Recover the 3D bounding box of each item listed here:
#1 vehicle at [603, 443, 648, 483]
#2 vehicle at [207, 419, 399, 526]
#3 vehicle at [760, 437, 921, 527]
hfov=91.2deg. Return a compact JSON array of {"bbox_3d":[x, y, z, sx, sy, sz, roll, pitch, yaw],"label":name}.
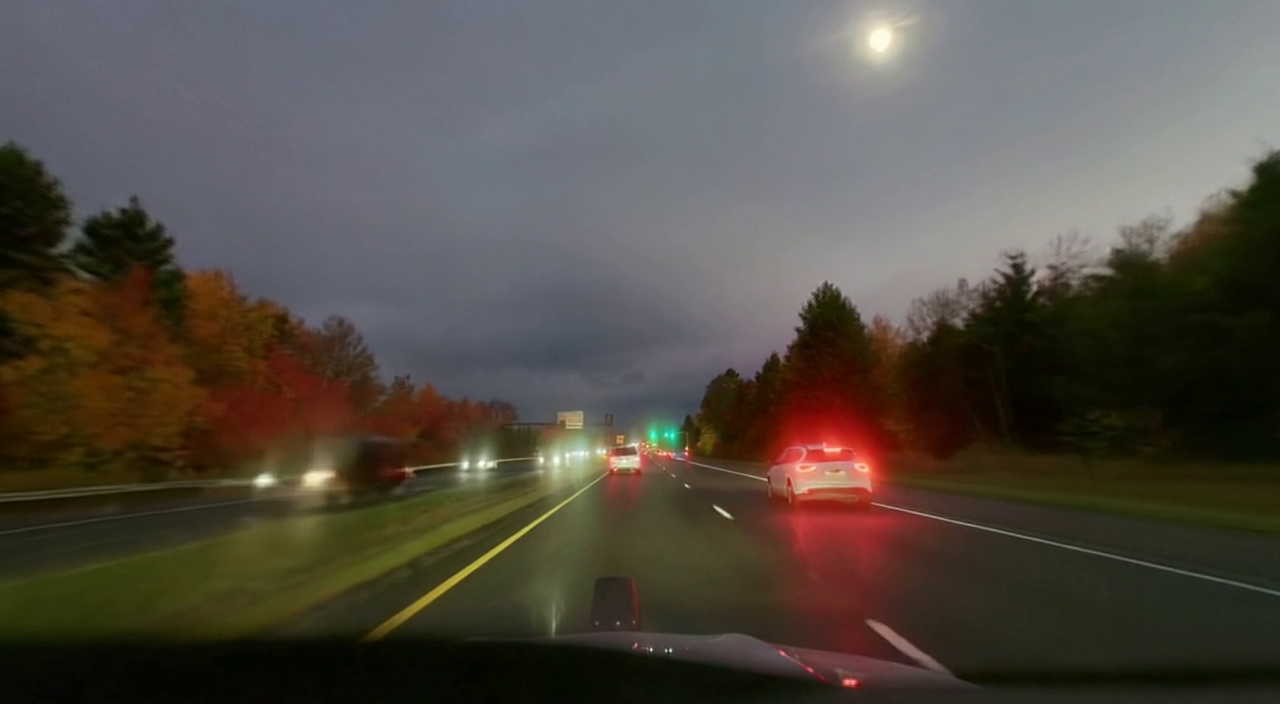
[{"bbox_3d":[-0.621,5.087,29.025,1.937,1.699,3.936,-1,-9,0],"label":"vehicle"},{"bbox_3d":[-9.562,3.465,18.647,2.447,2.609,5.829,-1,-9,0],"label":"vehicle"},{"bbox_3d":[3.877,2.570,12.999,1.843,1.505,4.339,0,-9,-1],"label":"vehicle"}]
